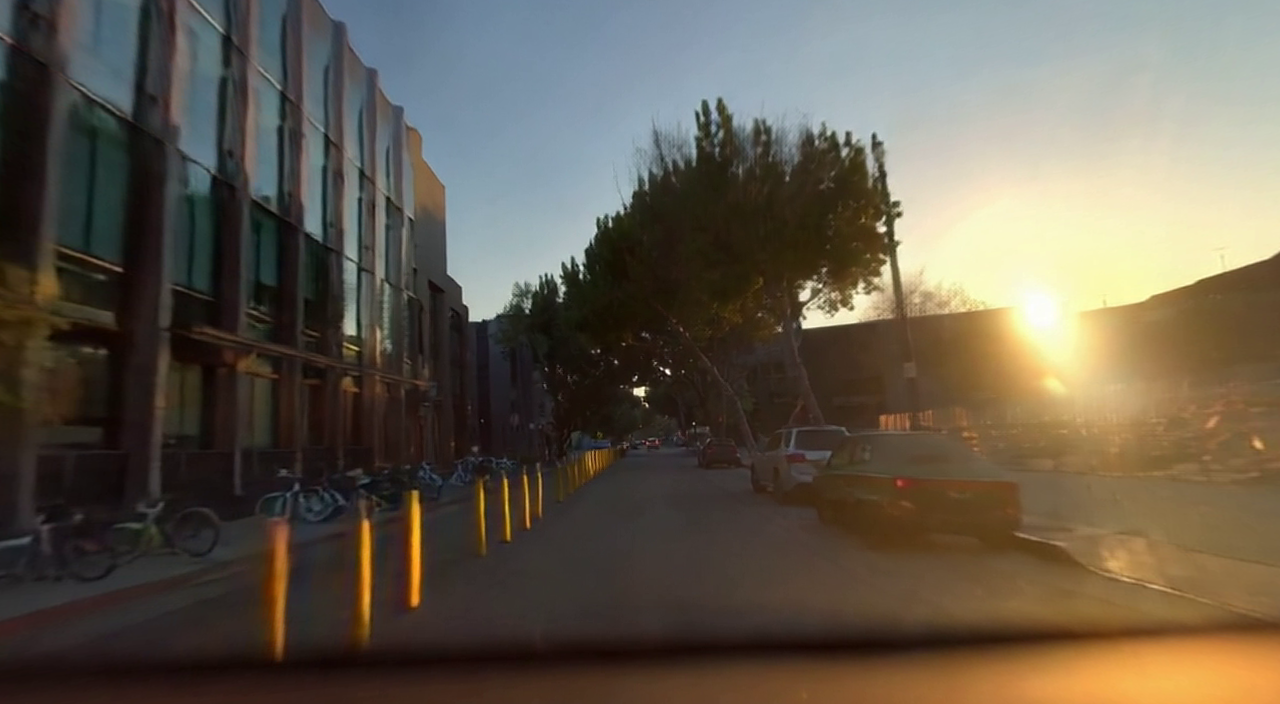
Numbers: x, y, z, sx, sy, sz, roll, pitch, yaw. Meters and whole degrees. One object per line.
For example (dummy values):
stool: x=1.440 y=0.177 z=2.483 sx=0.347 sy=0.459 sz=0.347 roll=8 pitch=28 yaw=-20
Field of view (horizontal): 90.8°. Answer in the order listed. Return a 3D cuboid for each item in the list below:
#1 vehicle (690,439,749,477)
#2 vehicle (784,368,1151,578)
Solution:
vehicle: x=3.360 y=4.558 z=27.544 sx=1.963 sy=1.445 sz=4.948 roll=-1 pitch=-8 yaw=1
vehicle: x=3.498 y=1.442 z=8.175 sx=2.127 sy=1.864 sz=4.892 roll=-1 pitch=-8 yaw=1
